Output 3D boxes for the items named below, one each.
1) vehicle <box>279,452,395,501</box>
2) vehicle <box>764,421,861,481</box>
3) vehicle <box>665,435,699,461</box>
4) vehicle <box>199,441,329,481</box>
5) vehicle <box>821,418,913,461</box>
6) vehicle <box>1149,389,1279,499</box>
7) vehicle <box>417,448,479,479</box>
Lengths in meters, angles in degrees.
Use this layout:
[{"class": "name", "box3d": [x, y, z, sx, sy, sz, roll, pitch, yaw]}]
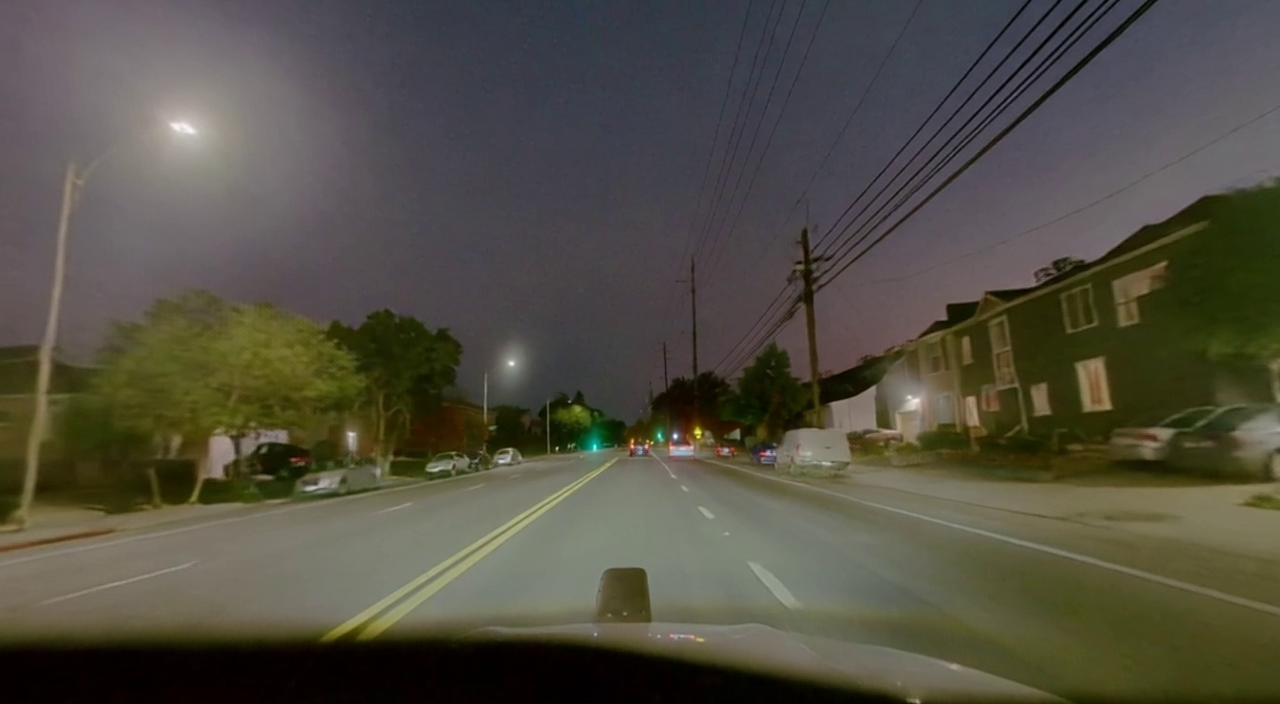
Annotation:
[{"class": "vehicle", "box3d": [-10.711, 4.408, 22.725, 1.896, 1.495, 4.425, -1, -8, 1]}, {"class": "vehicle", "box3d": [6.596, 3.866, 24.864, 2.274, 2.090, 5.465, 0, -8, 0]}, {"class": "vehicle", "box3d": [2.966, 6.936, 45.630, 2.070, 1.765, 4.731, 0, -8, -1]}, {"class": "vehicle", "box3d": [-17.700, 5.142, 29.869, 4.745, 1.810, 2.197, -1, -8, 2]}, {"class": "vehicle", "box3d": [12.948, 5.030, 36.234, 4.305, 1.844, 2.135, -7, -9, 1]}, {"class": "vehicle", "box3d": [12.717, 1.552, 11.813, 4.496, 1.773, 1.972, -5, -8, -1]}, {"class": "vehicle", "box3d": [-10.504, 6.115, 34.805, 2.098, 1.503, 4.113, 0, -8, 0]}]
